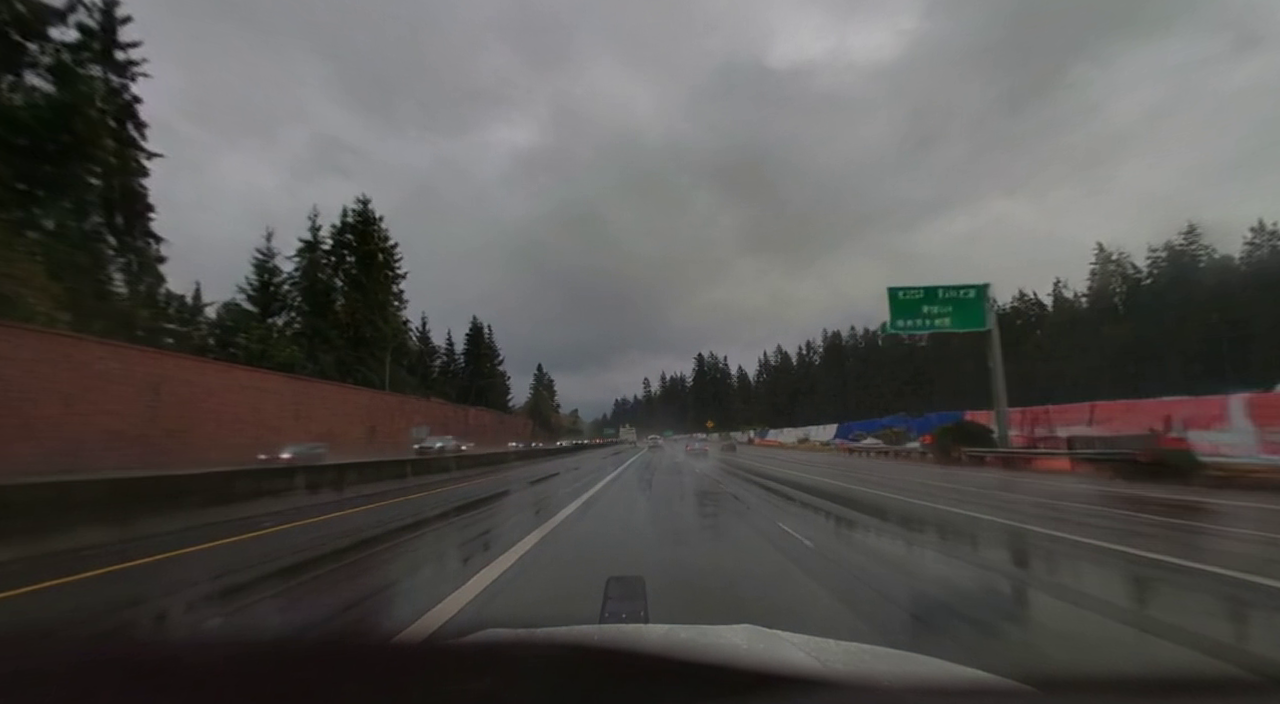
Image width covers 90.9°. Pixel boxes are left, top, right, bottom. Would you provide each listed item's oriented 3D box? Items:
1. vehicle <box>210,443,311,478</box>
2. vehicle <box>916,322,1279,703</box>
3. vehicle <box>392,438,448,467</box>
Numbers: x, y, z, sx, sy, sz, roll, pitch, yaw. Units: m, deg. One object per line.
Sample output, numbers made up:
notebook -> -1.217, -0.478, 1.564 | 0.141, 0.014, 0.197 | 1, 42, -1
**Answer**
vehicle -> -17.324, 4.940, 29.069 | 1.859, 1.467, 4.486 | 0, -8, 0
vehicle -> 3.900, 0.951, 3.995 | 2.190, 1.783, 4.637 | 0, -8, 0
vehicle -> -13.781, 6.296, 39.716 | 1.915, 1.699, 4.344 | 0, -8, 0
